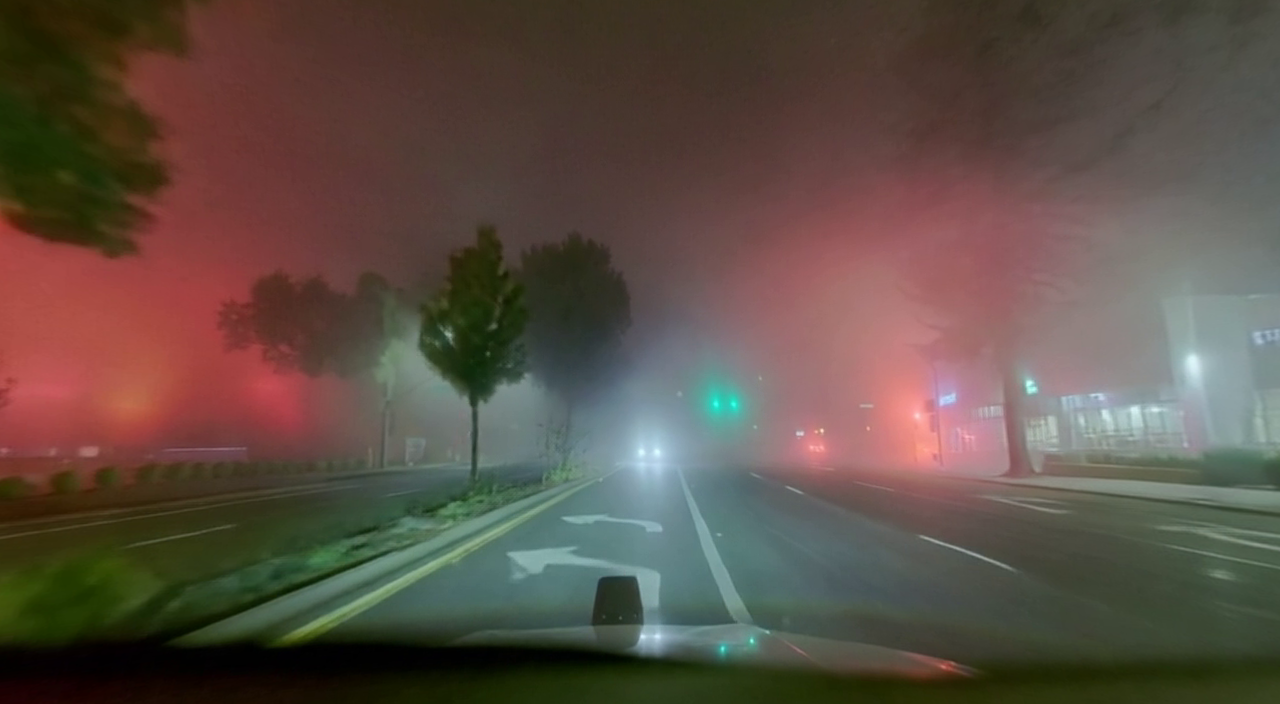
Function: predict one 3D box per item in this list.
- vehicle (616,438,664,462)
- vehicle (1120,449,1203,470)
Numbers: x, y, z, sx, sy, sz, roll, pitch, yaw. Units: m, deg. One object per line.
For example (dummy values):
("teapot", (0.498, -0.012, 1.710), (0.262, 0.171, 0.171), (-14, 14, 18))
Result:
("vehicle", (-0.033, 7.594, 48.899), (2.010, 1.728, 4.408), (4, -9, -26))
("vehicle", (41.071, 8.460, 49.886), (1.790, 1.474, 4.620), (4, -9, -24))
